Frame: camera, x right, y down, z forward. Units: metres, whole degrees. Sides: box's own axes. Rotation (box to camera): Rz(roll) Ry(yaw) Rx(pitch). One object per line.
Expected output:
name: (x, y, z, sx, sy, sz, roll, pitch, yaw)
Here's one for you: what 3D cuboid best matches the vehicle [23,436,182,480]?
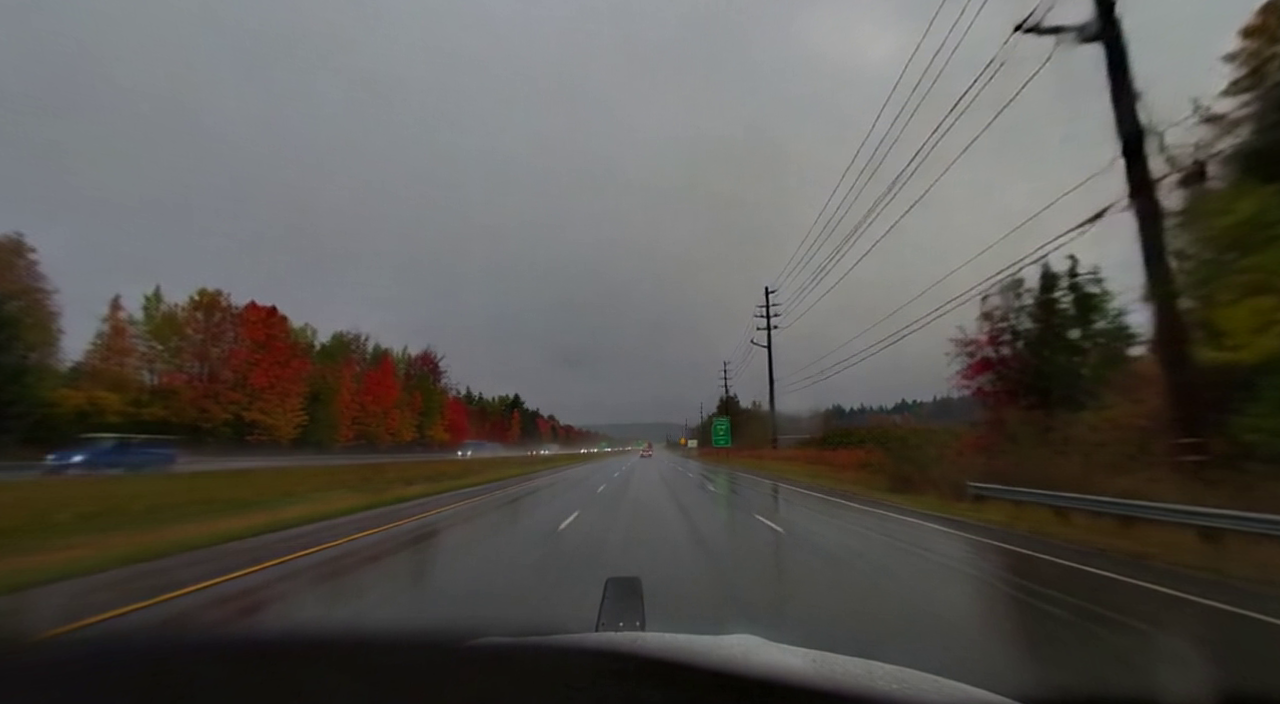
vehicle: (-31.678, 6.282, 37.699, 2.623, 2.328, 7.640, 0, -9, 2)
